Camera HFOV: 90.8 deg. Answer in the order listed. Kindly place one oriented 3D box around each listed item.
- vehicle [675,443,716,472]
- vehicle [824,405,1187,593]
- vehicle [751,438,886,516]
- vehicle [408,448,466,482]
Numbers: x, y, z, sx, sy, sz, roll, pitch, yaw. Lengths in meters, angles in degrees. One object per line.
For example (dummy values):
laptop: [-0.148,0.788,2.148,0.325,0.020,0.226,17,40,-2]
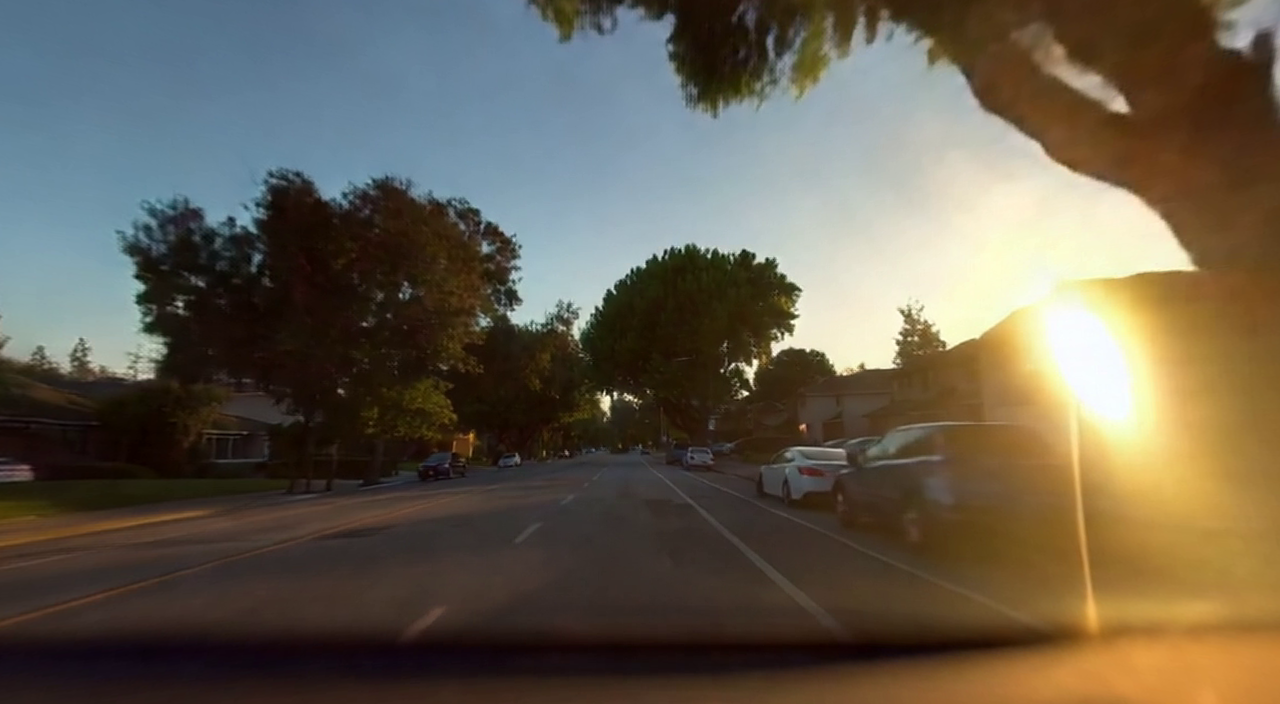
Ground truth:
vehicle: [3.378,6.502,39.312,2.007,1.657,4.362,0,-8,-2]
vehicle: [4.066,1.691,8.165,1.915,1.715,4.451,0,-8,-1]
vehicle: [3.940,2.808,14.774,1.901,1.521,4.204,-1,-8,0]
vehicle: [-11.571,6.429,36.289,2.091,1.717,4.392,0,-8,-3]
